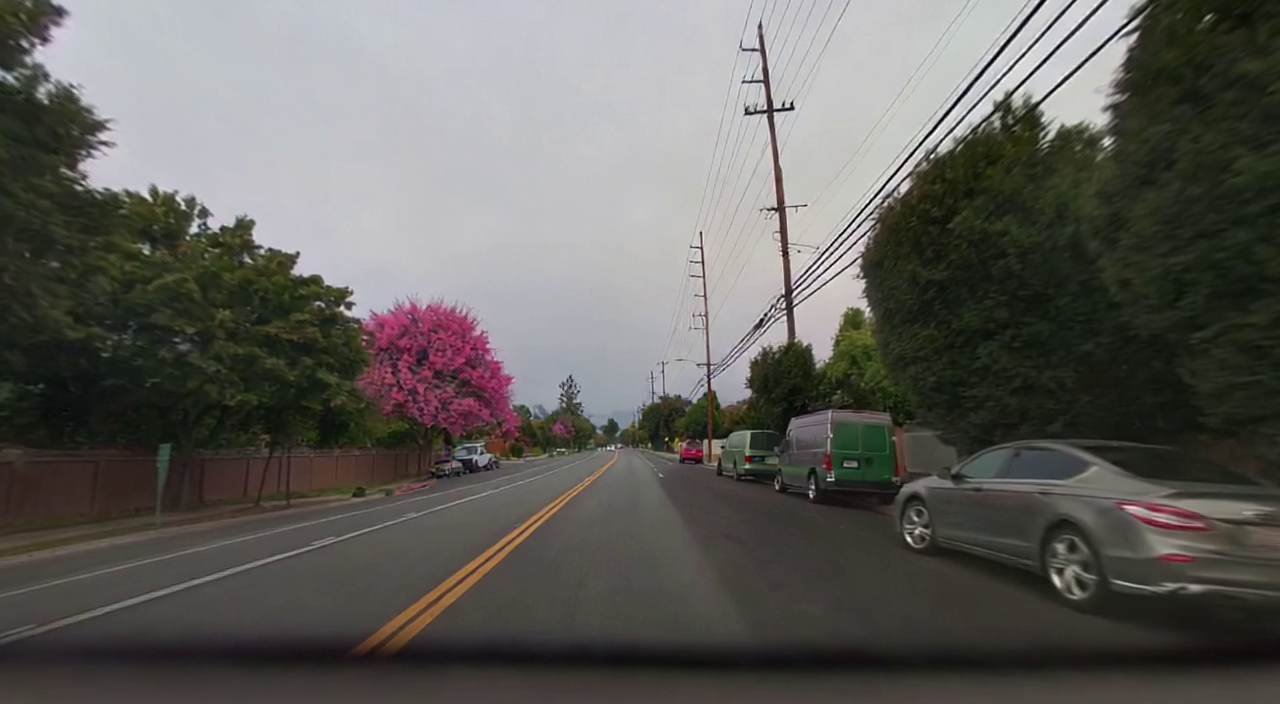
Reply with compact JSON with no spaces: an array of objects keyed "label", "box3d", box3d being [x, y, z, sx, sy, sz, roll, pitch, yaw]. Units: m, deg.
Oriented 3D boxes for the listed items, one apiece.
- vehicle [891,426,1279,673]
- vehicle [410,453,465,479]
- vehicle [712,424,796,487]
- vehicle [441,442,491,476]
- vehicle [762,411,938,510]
[{"label":"vehicle","box3d":[4.430,1.559,6.201,1.989,1.509,4.418,0,-9,-2]},{"label":"vehicle","box3d":[-13.406,7.548,42.109,2.041,1.573,4.575,0,-9,1]},{"label":"vehicle","box3d":[4.515,4.261,26.340,2.578,2.248,7.011,-1,-9,3]},{"label":"vehicle","box3d":[-13.364,8.218,48.960,2.331,2.265,5.888,-2,-7,-2]},{"label":"vehicle","box3d":[5.278,2.850,17.046,2.335,2.193,5.656,1,-9,-5]}]
